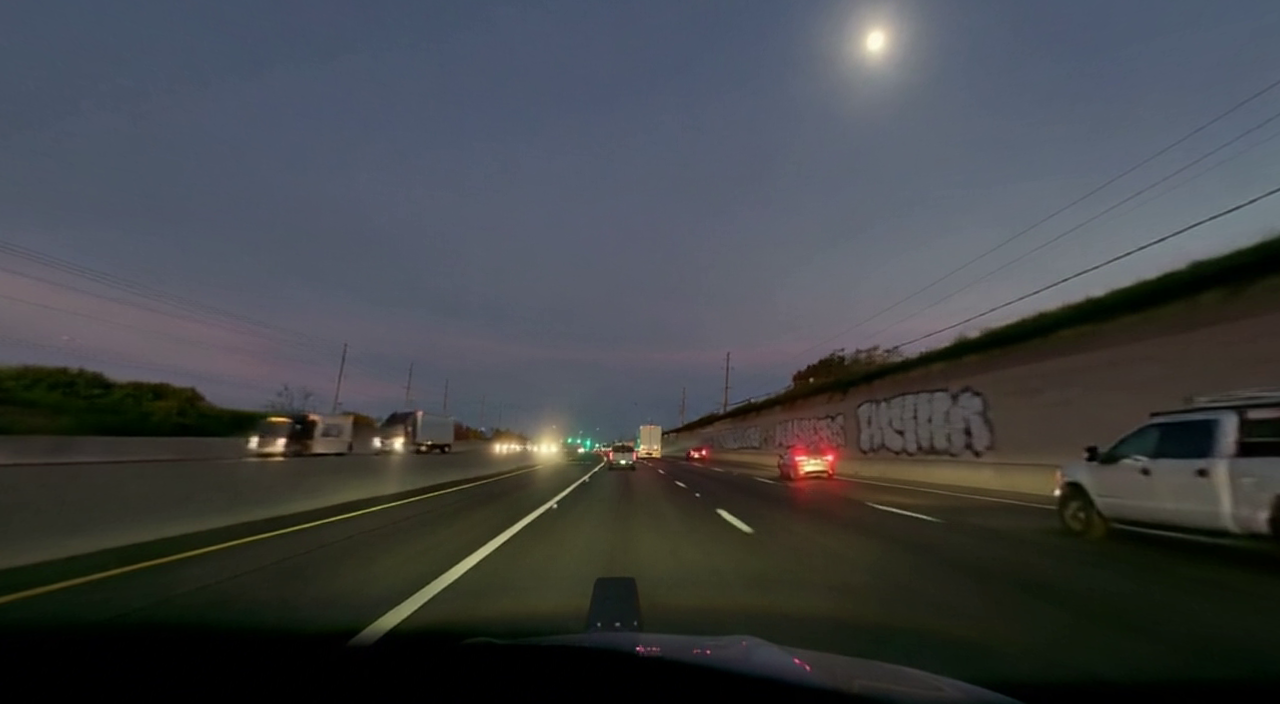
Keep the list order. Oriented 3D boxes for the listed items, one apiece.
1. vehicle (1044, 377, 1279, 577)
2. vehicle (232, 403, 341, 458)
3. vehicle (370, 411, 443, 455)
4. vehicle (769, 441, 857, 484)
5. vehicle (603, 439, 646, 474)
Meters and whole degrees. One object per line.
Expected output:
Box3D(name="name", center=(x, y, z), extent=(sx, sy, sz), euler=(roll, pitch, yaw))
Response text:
Box3D(name="vehicle", center=(7.371, 1.284, 6.635), extent=(2.325, 1.924, 5.838), euler=(0, -9, -1))
Box3D(name="vehicle", center=(-21.622, 4.950, 39.187), extent=(2.876, 3.127, 6.718), euler=(0, -9, -1))
Box3D(name="vehicle", center=(-18.016, 6.409, 49.389), extent=(2.933, 3.133, 8.090), euler=(0, -9, -3))
Box3D(name="vehicle", center=(6.665, 4.294, 24.924), extent=(2.032, 1.525, 4.631), euler=(0, -9, -2))
Box3D(name="vehicle", center=(-0.822, 5.479, 33.270), extent=(2.191, 1.685, 3.353), euler=(0, -9, -2))
